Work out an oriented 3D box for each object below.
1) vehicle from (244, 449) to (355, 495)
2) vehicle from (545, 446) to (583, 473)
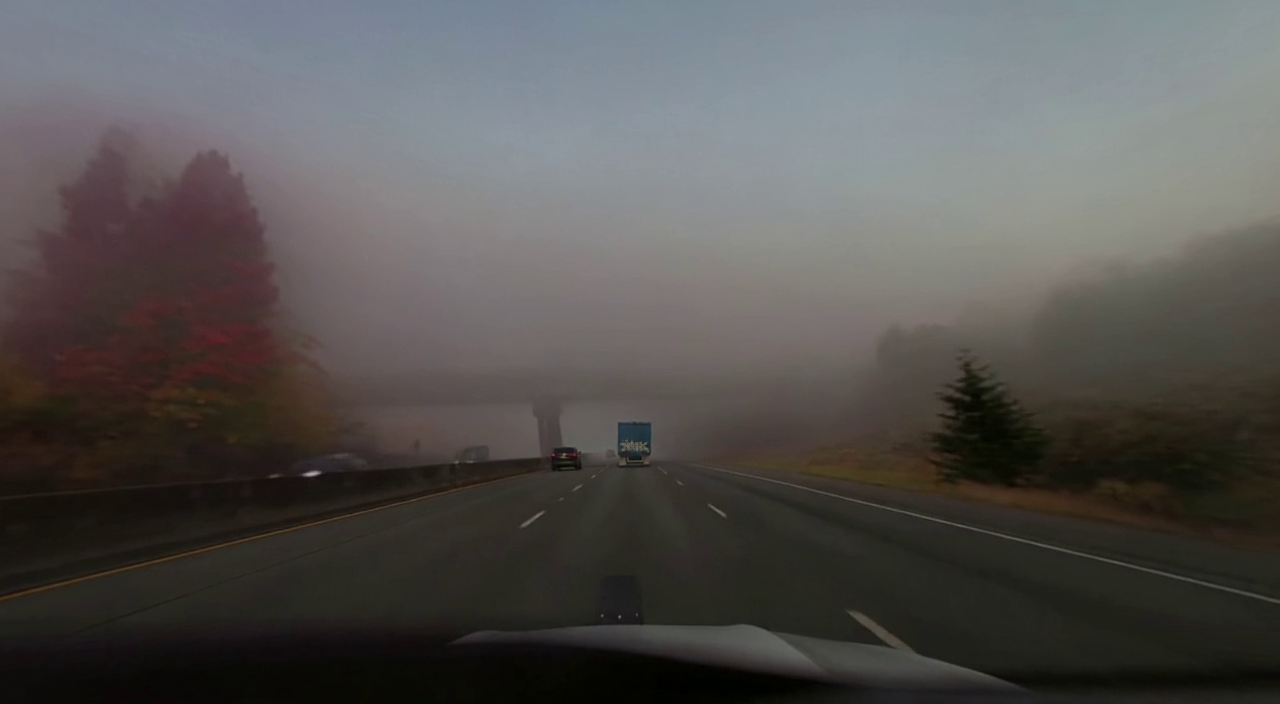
[{"bbox_3d":[-13.735,4.828,25.679,1.890,1.706,4.618,0,-9,1],"label":"vehicle"},{"bbox_3d":[-4.485,6.442,37.679,1.892,1.529,3.996,0,-9,-1],"label":"vehicle"}]
